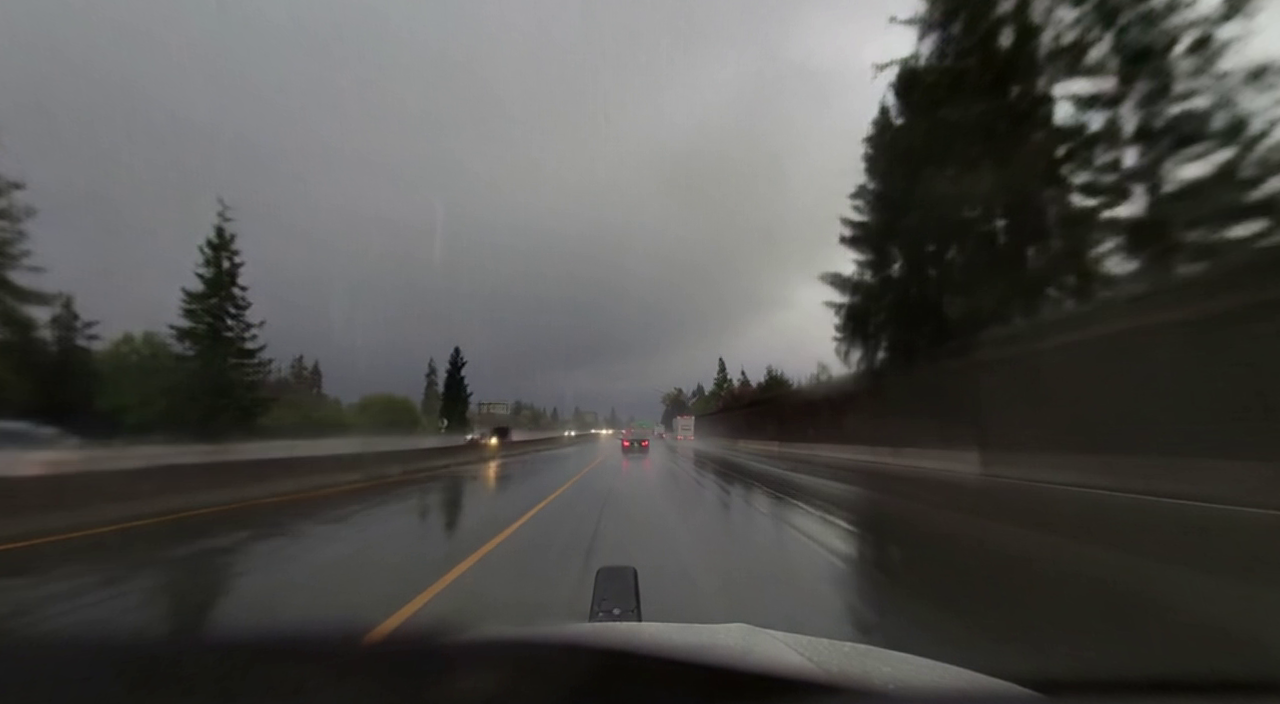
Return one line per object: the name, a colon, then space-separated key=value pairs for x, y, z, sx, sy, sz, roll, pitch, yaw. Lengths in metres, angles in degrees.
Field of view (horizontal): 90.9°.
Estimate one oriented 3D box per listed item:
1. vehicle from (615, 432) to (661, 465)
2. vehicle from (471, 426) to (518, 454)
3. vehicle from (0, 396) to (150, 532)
vehicle: x=-0.132 y=4.738 z=31.229 sx=2.119 sy=1.480 sz=4.000 roll=0 pitch=-8 yaw=-1
vehicle: x=-9.371 y=5.677 z=40.810 sx=2.099 sy=1.679 sz=4.047 roll=-1 pitch=-8 yaw=0
vehicle: x=-8.143 y=1.290 z=7.264 sx=1.941 sy=1.506 sz=3.768 roll=-1 pitch=-8 yaw=0
